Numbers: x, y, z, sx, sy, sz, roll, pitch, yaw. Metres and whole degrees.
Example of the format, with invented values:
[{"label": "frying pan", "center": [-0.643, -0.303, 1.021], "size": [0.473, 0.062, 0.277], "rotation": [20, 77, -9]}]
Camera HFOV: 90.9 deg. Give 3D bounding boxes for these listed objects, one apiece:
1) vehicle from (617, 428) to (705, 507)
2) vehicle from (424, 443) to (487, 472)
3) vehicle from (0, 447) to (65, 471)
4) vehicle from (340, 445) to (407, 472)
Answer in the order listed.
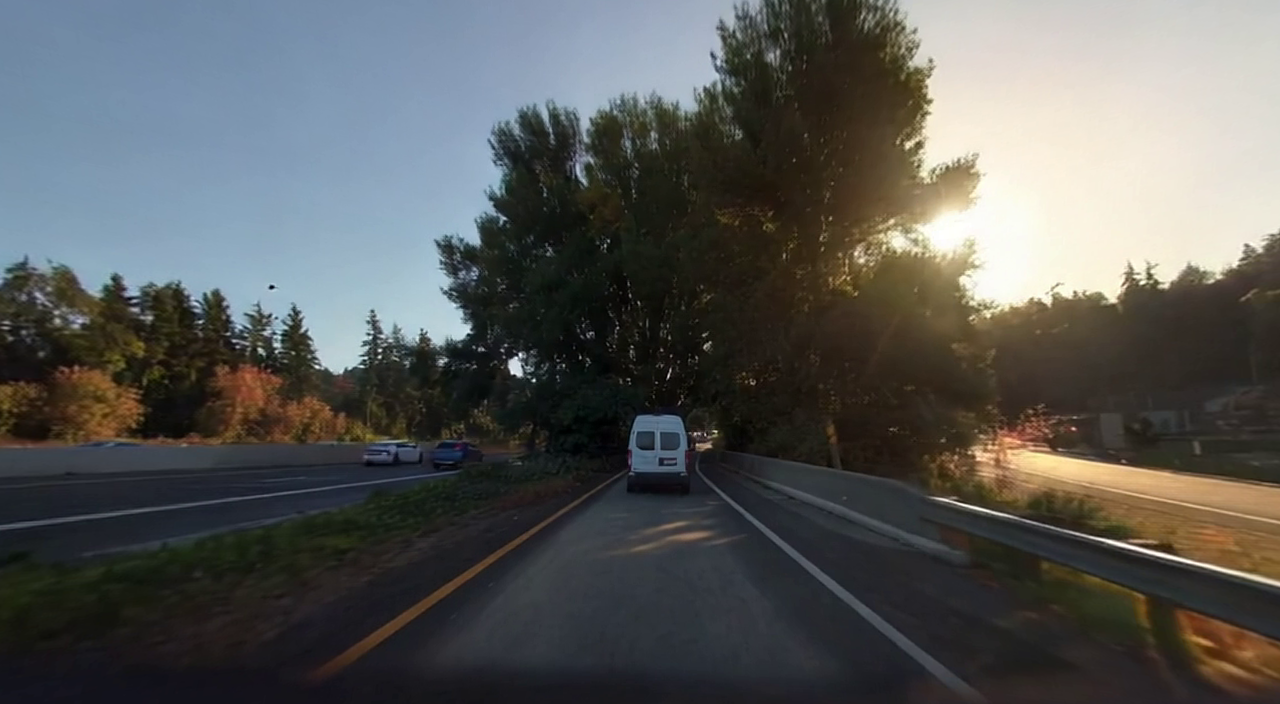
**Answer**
[{"label": "vehicle", "center": [0.504, 3.048, 17.107], "size": [2.043, 1.821, 4.558], "rotation": [0, -8, 0]}, {"label": "vehicle", "center": [-11.547, 6.584, 39.871], "size": [2.050, 1.676, 5.319], "rotation": [-1, -8, 4]}, {"label": "vehicle", "center": [-41.252, 7.095, 41.868], "size": [1.803, 1.464, 4.455], "rotation": [-1, -8, 3]}, {"label": "vehicle", "center": [-16.047, 6.423, 38.243], "size": [1.933, 1.485, 4.454], "rotation": [-1, -8, 4]}]
